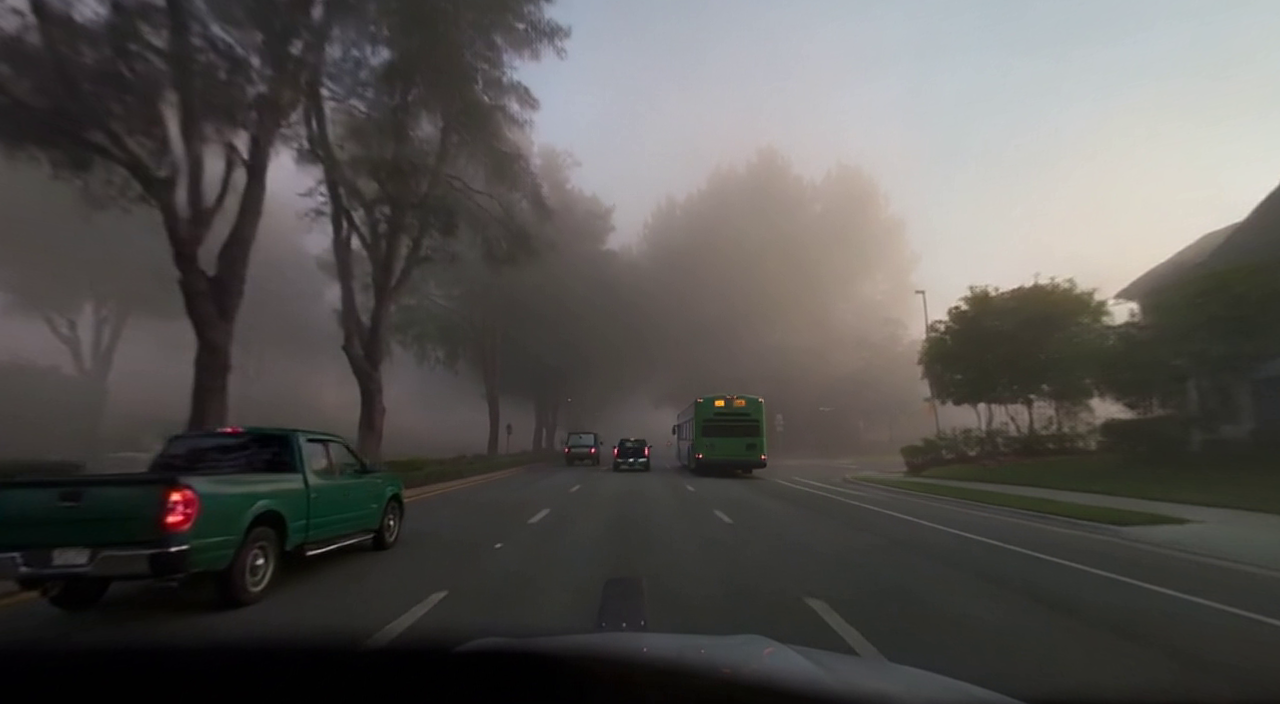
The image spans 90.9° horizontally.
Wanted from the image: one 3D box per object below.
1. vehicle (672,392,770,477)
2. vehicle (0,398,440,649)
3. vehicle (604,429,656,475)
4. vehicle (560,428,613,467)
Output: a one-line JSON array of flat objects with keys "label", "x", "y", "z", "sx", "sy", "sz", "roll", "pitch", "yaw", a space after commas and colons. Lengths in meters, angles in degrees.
[{"label": "vehicle", "x": 3.442, "y": 4.090, "z": 30.718, "sx": 3.059, "sy": 3.264, "sz": 12.623, "roll": 0, "pitch": -8, "yaw": 0}, {"label": "vehicle", "x": -3.835, "y": 1.394, "z": 6.260, "sx": 2.109, "sy": 1.543, "sz": 4.535, "roll": 0, "pitch": -8, "yaw": 1}, {"label": "vehicle", "x": -0.352, "y": 4.436, "z": 28.132, "sx": 2.074, "sy": 1.849, "sz": 5.137, "roll": 0, "pitch": -8, "yaw": 1}, {"label": "vehicle", "x": -2.939, "y": 5.468, "z": 36.203, "sx": 2.513, "sy": 2.066, "sz": 5.820, "roll": 0, "pitch": -8, "yaw": 0}]
